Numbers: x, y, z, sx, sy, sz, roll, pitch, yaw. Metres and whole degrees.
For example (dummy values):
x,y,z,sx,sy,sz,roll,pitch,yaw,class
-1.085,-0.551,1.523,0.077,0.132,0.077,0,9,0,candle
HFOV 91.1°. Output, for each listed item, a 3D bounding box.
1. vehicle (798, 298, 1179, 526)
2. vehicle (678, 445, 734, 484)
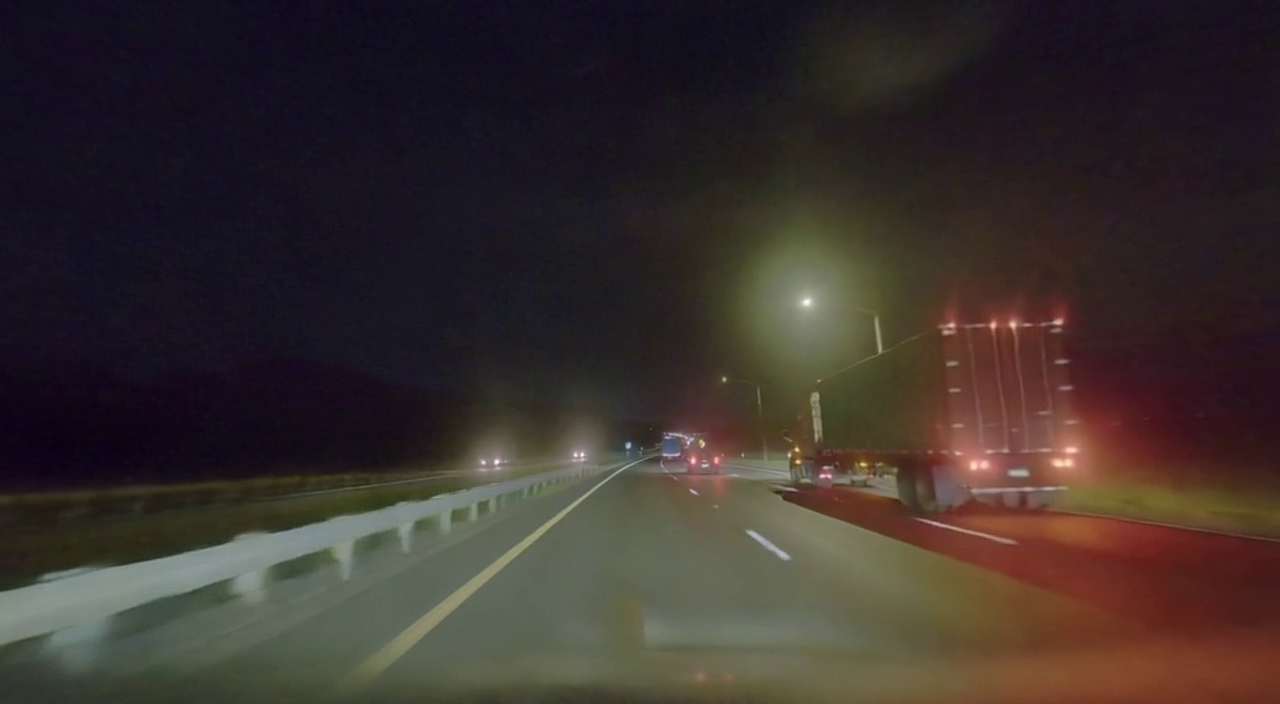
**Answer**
x,y,z,sx,sy,sz,roll,pitch,yaw,class
7.851,2.067,18.068,2.907,4.042,13.858,0,-9,0,vehicle
2.844,4.934,27.799,2.024,1.579,3.707,0,-9,-1,vehicle
